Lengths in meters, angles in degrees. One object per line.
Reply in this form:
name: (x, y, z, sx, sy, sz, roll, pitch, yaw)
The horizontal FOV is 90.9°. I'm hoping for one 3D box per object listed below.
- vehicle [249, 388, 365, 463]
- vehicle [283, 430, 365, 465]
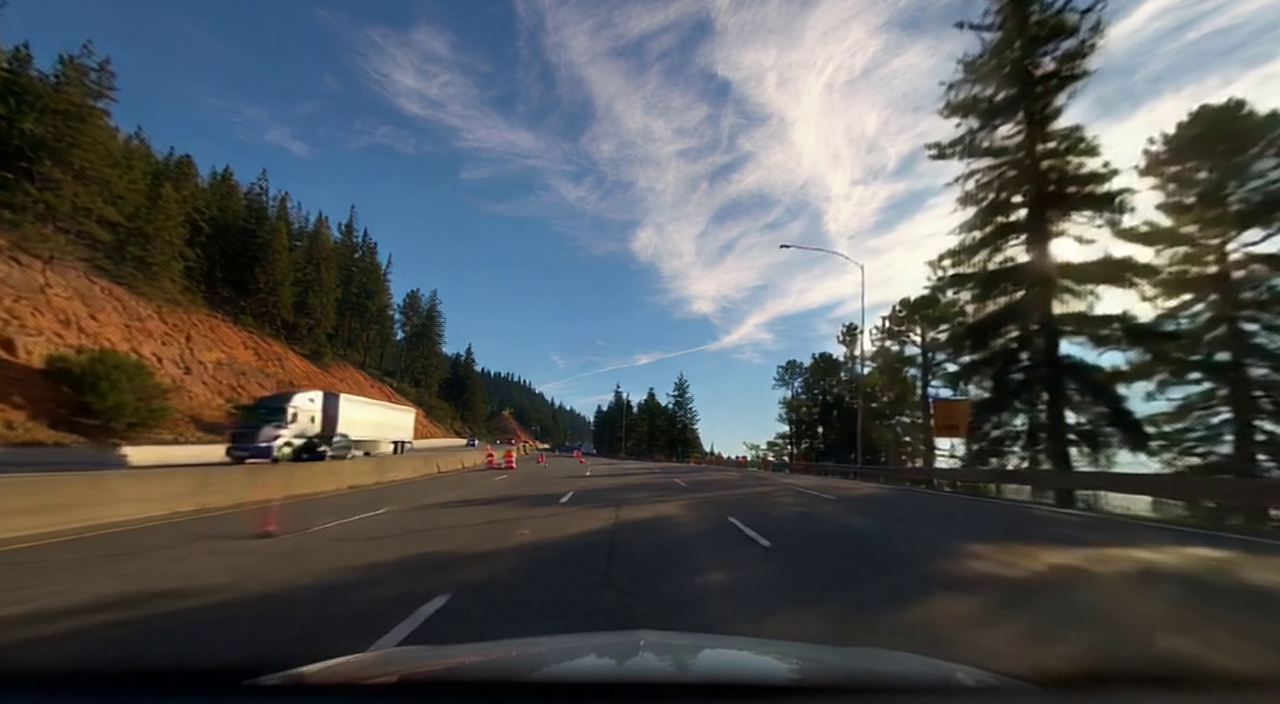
vehicle: (-20.559, 4.739, 39.691, 3.015, 4.224, 8.233, 0, -9, -3)
vehicle: (-16.934, 5.164, 34.095, 2.108, 1.766, 4.764, 0, -9, -3)
